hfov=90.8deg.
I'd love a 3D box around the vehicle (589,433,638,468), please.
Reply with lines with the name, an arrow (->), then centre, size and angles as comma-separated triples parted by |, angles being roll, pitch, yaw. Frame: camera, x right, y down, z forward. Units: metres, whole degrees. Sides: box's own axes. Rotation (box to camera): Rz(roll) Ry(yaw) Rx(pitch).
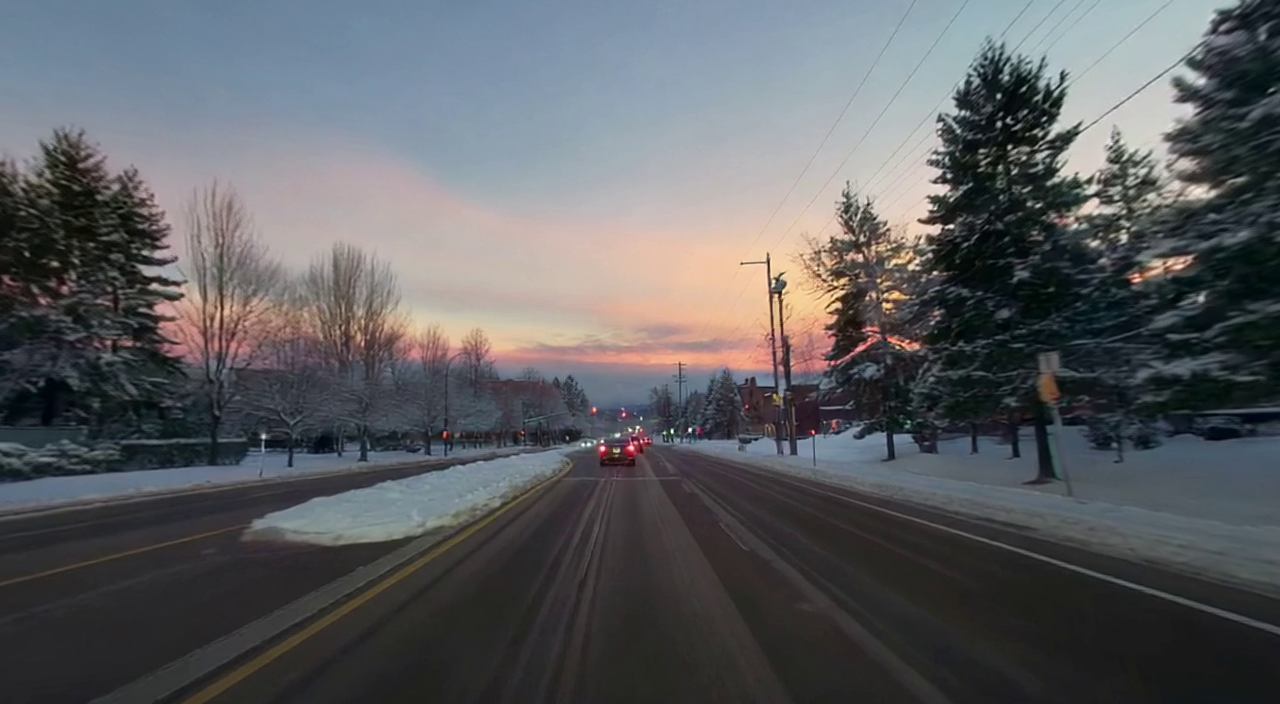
vehicle -> -1.147, 4.421, 28.468 | 2.075, 1.470, 3.962 | 0, -8, -1
